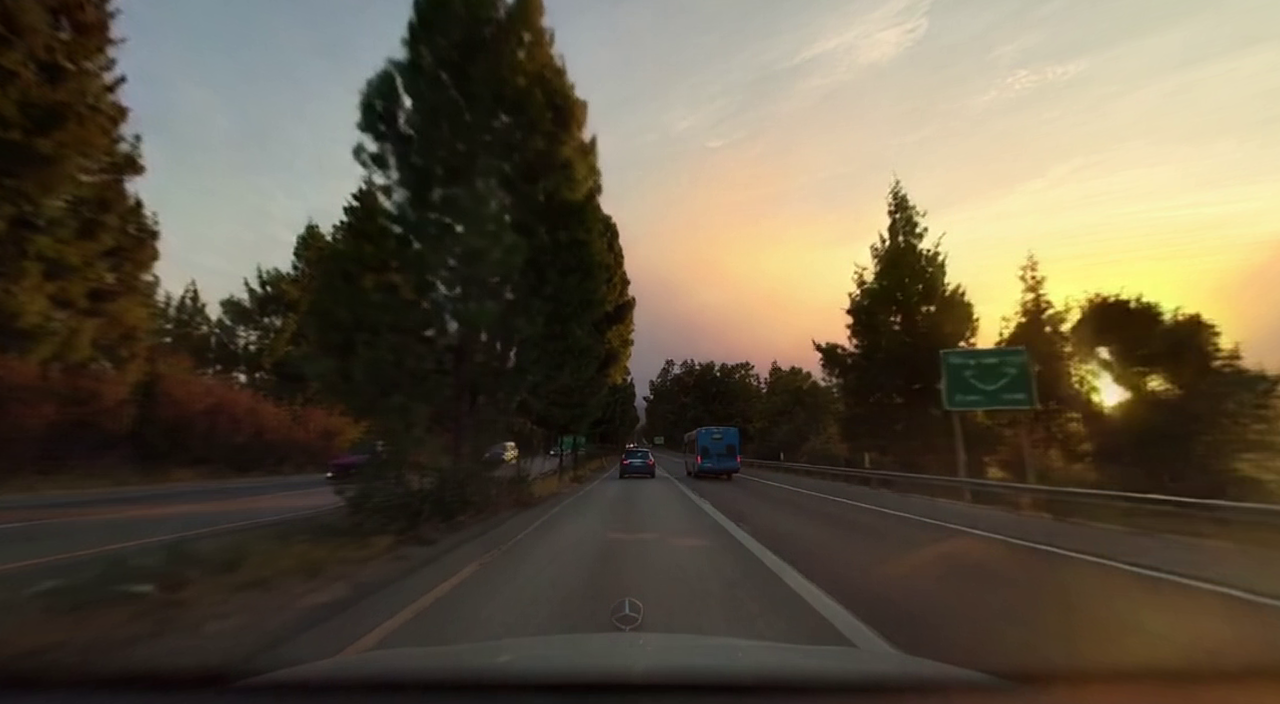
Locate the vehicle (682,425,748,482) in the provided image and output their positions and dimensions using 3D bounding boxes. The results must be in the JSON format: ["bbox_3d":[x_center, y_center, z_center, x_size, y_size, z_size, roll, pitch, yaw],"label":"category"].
[{"bbox_3d":[3.754,5.288,32.956,2.513,2.633,5.930,0,-9,-2],"label":"vehicle"}]

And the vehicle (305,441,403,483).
[{"bbox_3d":[-11.836,4.578,26.442,2.083,1.616,4.311,0,-9,0],"label":"vehicle"}]

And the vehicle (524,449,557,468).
[{"bbox_3d":[-7.739,8.280,49.133,1.911,1.461,3.984,0,-9,0],"label":"vehicle"}]

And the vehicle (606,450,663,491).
[{"bbox_3d":[-0.224,4.539,24.412,2.037,1.417,3.885,0,-9,-1],"label":"vehicle"}]

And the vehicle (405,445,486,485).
[{"bbox_3d":[-7.819,4.582,25.797,1.952,1.449,4.276,0,-9,0],"label":"vehicle"}]
